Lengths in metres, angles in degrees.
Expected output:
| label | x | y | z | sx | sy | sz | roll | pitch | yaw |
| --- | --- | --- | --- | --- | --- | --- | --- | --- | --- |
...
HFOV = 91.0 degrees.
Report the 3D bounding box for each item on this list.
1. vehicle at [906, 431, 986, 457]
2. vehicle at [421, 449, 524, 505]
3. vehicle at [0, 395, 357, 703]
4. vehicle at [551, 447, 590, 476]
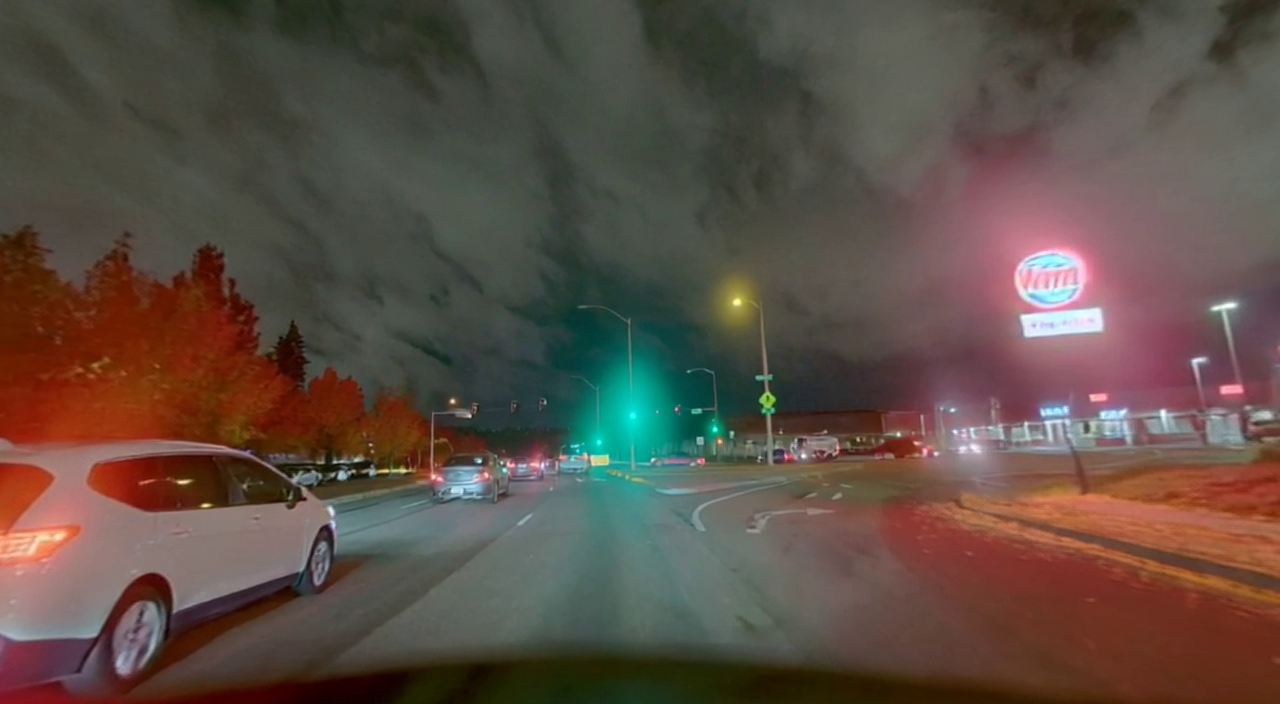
| label | x | y | z | sx | sy | sz | roll | pitch | yaw |
| --- | --- | --- | --- | --- | --- | --- | --- | --- | --- |
| vehicle | 22.309 | 6.763 | 46.083 | 2.017 | 1.746 | 4.727 | 7 | -11 | -37 |
| vehicle | -5.061 | 3.839 | 19.908 | 2.090 | 1.506 | 5.326 | 1 | -9 | -3 |
| vehicle | -4.137 | 1.273 | 4.535 | 2.085 | 1.663 | 4.513 | 1 | -9 | 0 |
| vehicle | -4.373 | 6.789 | 39.219 | 2.144 | 1.704 | 4.028 | 2 | -9 | -10 |
